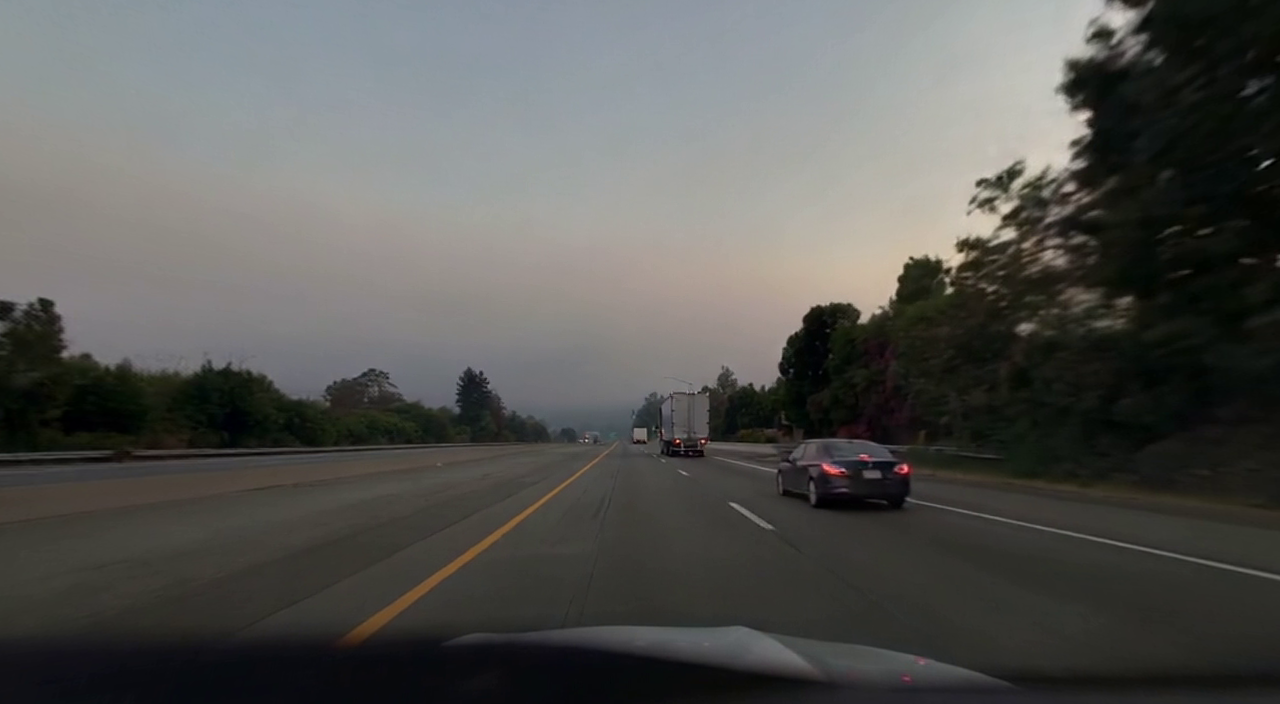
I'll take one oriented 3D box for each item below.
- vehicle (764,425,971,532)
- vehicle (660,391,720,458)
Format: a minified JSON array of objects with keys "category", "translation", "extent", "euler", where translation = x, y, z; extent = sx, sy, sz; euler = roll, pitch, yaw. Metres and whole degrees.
[{"category":"vehicle","translation":[3.570,2.030,10.787],"extent":[1.984,1.482,3.833],"euler":[0,-8,-2]},{"category":"vehicle","translation":[3.199,5.108,43.569],"extent":[2.911,3.994,10.840],"euler":[0,-8,-2]}]
